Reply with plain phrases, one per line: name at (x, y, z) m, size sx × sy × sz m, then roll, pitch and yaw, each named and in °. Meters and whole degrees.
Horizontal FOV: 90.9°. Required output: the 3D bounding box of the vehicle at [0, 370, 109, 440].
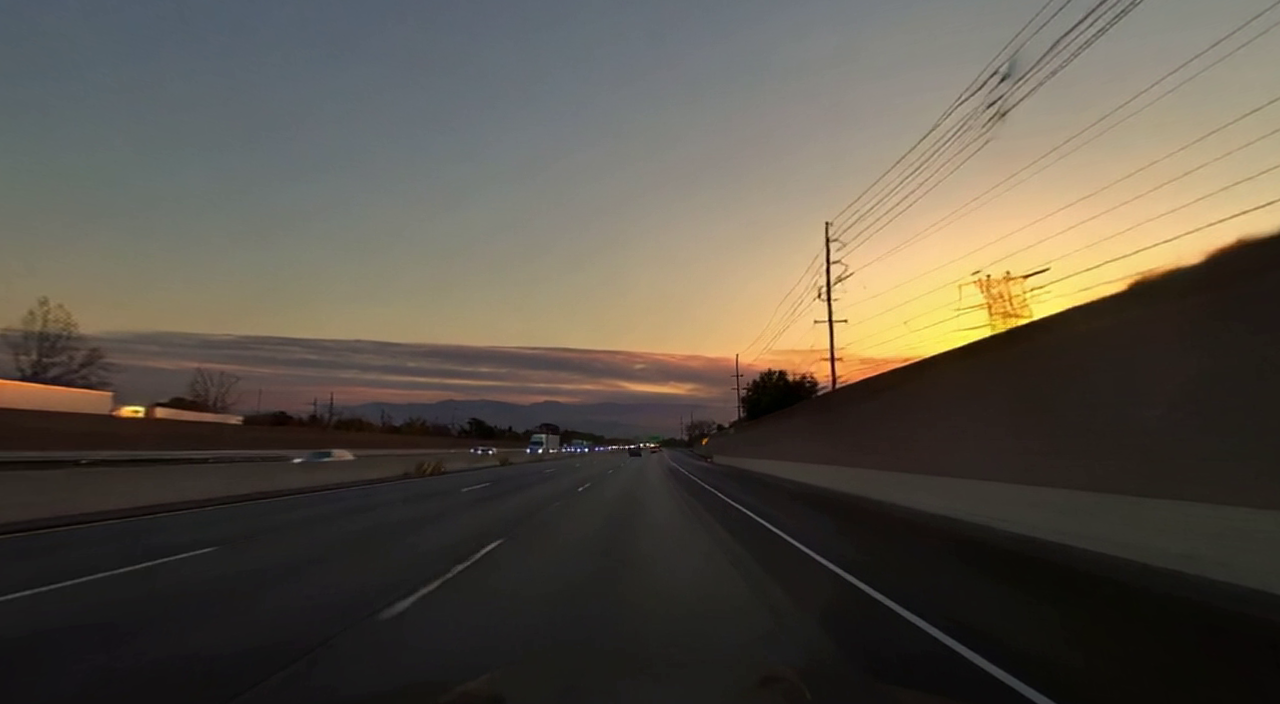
vehicle at (-41.647, 3.119, 39.114) m, size 2.823 × 4.002 × 15.316 m, roll -4°, pitch -10°, yaw 6°
